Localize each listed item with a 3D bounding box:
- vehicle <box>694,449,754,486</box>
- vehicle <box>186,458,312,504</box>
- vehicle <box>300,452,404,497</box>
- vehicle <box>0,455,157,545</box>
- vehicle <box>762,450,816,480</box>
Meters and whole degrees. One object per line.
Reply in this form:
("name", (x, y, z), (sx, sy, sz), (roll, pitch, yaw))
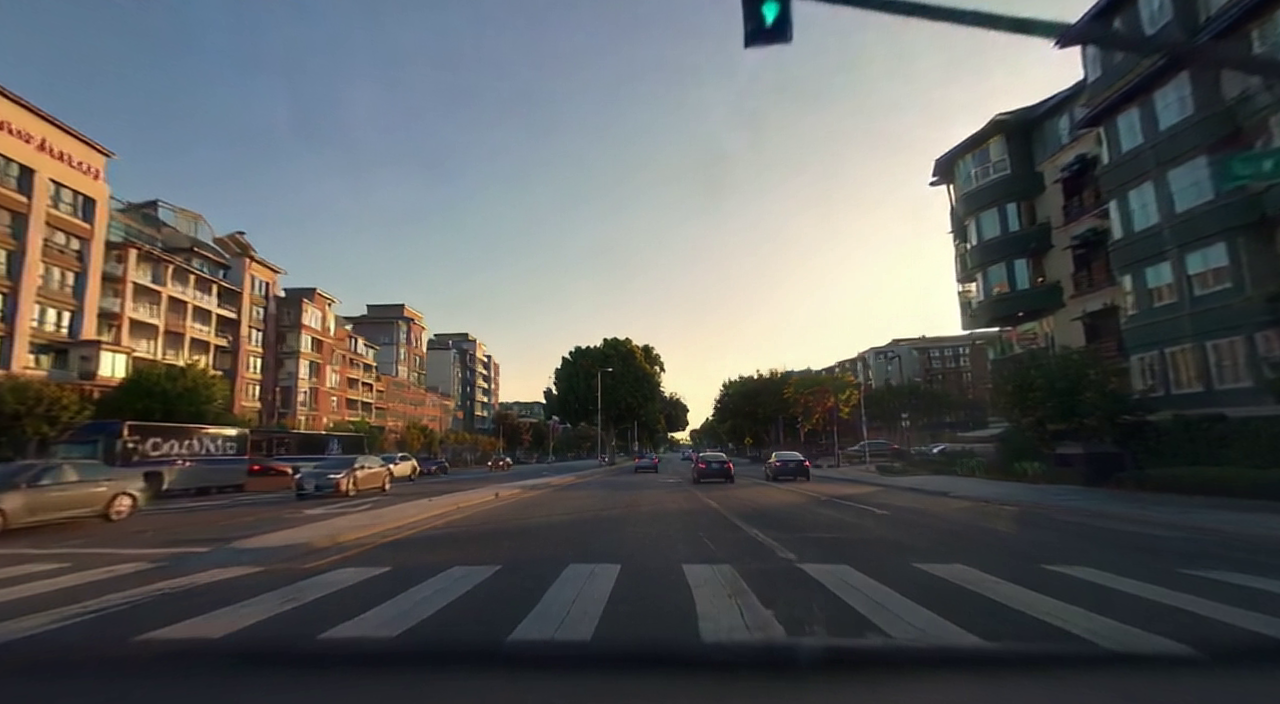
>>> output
("vehicle", (3.599, 5.047, 27.949), (2.020, 1.479, 4.650), (0, -9, 0))
("vehicle", (-14.859, 4.896, 24.349), (1.918, 1.485, 4.412), (-1, -9, 2))
("vehicle", (-11.391, 4.838, 25.380), (1.919, 1.602, 4.346), (-1, -9, 3))
("vehicle", (-11.893, 2.741, 12.023), (2.026, 1.478, 4.086), (-1, -9, 3))
("vehicle", (8.032, 6.108, 34.402), (1.932, 1.439, 4.159), (0, -9, 0))
